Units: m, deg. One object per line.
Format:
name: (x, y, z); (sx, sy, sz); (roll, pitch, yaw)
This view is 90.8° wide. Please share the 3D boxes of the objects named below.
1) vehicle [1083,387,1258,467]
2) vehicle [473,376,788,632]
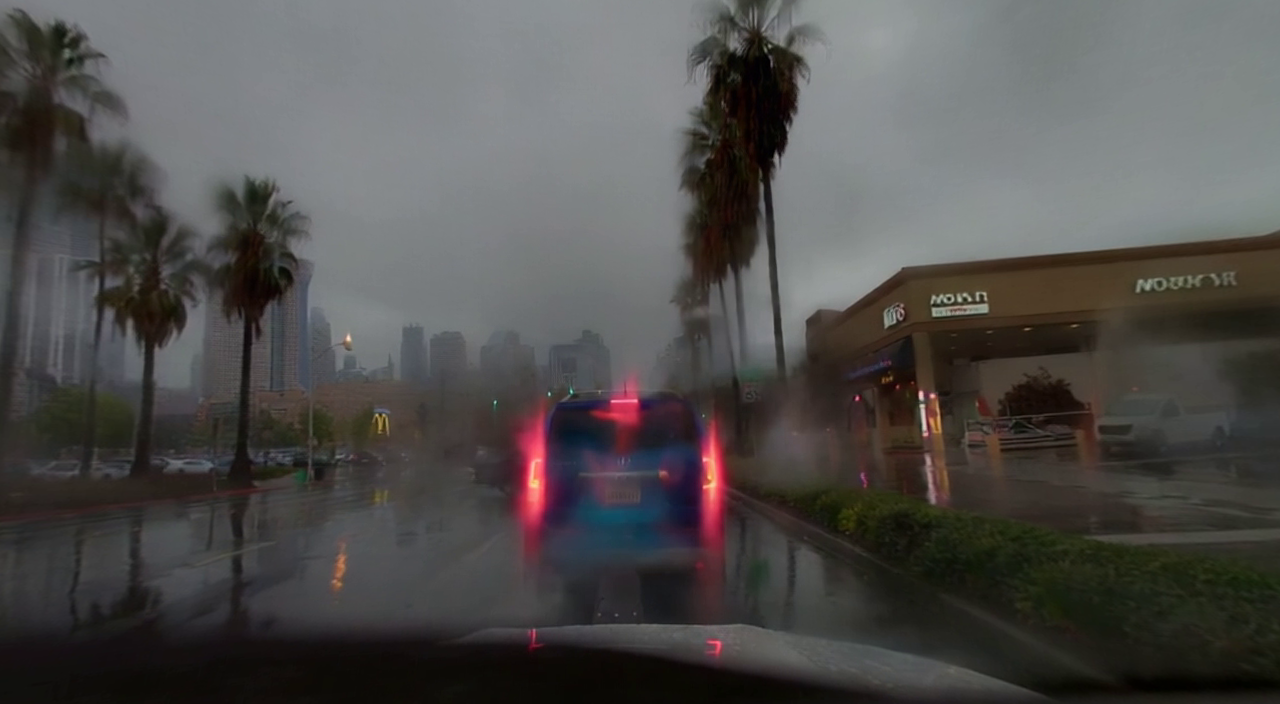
vehicle: (16.113, 2.347, 19.077); (6.060, 2.047, 2.490); (6, -11, -36)
vehicle: (-0.121, 1.363, 6.530); (2.234, 1.818, 3.869); (0, -8, -2)
